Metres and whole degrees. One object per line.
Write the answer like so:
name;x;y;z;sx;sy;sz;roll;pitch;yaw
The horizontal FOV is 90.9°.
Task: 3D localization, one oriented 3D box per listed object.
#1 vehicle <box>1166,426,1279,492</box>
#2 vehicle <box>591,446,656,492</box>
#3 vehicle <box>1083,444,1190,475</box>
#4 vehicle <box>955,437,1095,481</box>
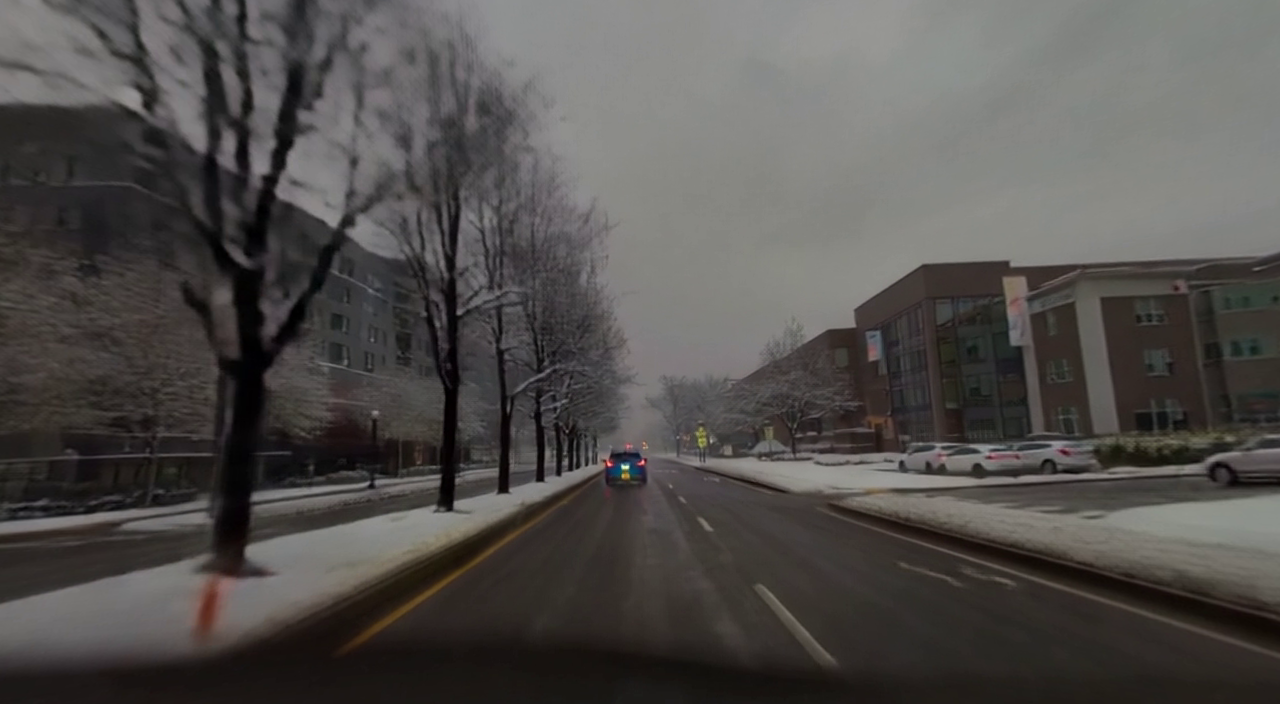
vehicle;15.246;2.543;15.080;1.913;1.470;3.714;0;-9;-3
vehicle;-0.600;4.097;22.385;2.063;1.442;4.135;0;-9;-2
vehicle;24.005;5.199;30.567;3.561;1.455;1.860;0;-9;0
vehicle;14.476;4.023;23.882;4.003;1.476;1.884;-2;-8;2
